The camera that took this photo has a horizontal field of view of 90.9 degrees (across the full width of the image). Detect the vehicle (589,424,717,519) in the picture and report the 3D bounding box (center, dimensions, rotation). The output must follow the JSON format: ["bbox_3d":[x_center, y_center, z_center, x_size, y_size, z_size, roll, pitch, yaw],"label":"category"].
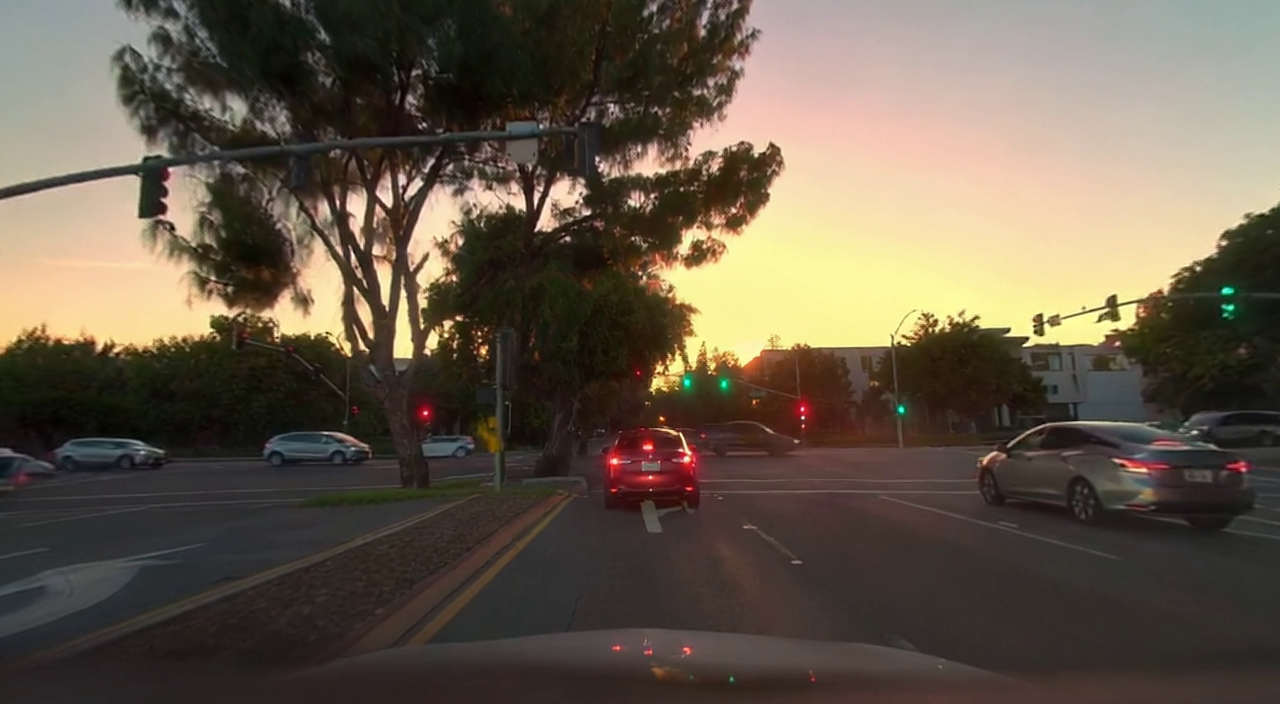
[{"bbox_3d":[0.167,2.195,12.033,2.041,1.485,3.813,0,-8,-1],"label":"vehicle"}]

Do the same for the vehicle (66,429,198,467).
[{"bbox_3d":[-25.332,4.814,31.586,4.833,1.784,2.027,0,-8,0],"label":"vehicle"}]

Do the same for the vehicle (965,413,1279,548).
[{"bbox_3d":[7.142,1.845,9.731,1.901,1.577,4.348,0,-8,0],"label":"vehicle"}]

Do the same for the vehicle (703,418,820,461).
[{"bbox_3d":[5.323,3.890,28.128,4.786,1.803,1.967,0,-8,0],"label":"vehicle"}]

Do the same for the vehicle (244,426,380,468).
[{"bbox_3d":[-14.495,4.222,28.107,4.921,1.757,2.036,-1,-8,2],"label":"vehicle"}]

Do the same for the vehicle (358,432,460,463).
[{"bbox_3d":[-11.545,4.791,31.692,4.399,1.445,1.769,-1,-8,2],"label":"vehicle"}]
